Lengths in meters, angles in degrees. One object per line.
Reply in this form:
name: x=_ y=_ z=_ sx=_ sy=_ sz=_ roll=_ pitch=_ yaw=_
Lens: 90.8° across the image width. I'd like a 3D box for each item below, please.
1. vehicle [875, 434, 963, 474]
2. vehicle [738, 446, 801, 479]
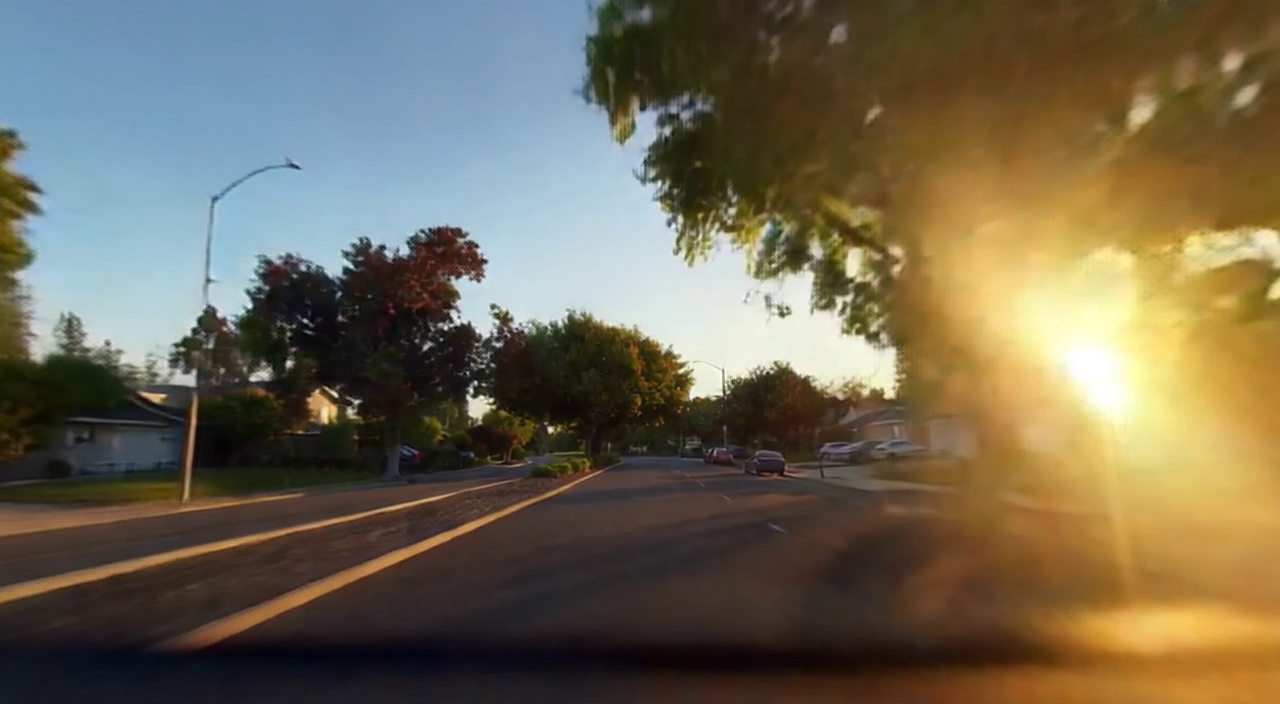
vehicle: x=13.379 y=4.931 z=30.626 sx=1.978 sy=1.738 sz=4.734 roll=-2 pitch=-9 yaw=-1
vehicle: x=6.561 y=5.635 z=32.547 sx=2.042 sy=1.511 sz=5.029 roll=0 pitch=-9 yaw=-2
